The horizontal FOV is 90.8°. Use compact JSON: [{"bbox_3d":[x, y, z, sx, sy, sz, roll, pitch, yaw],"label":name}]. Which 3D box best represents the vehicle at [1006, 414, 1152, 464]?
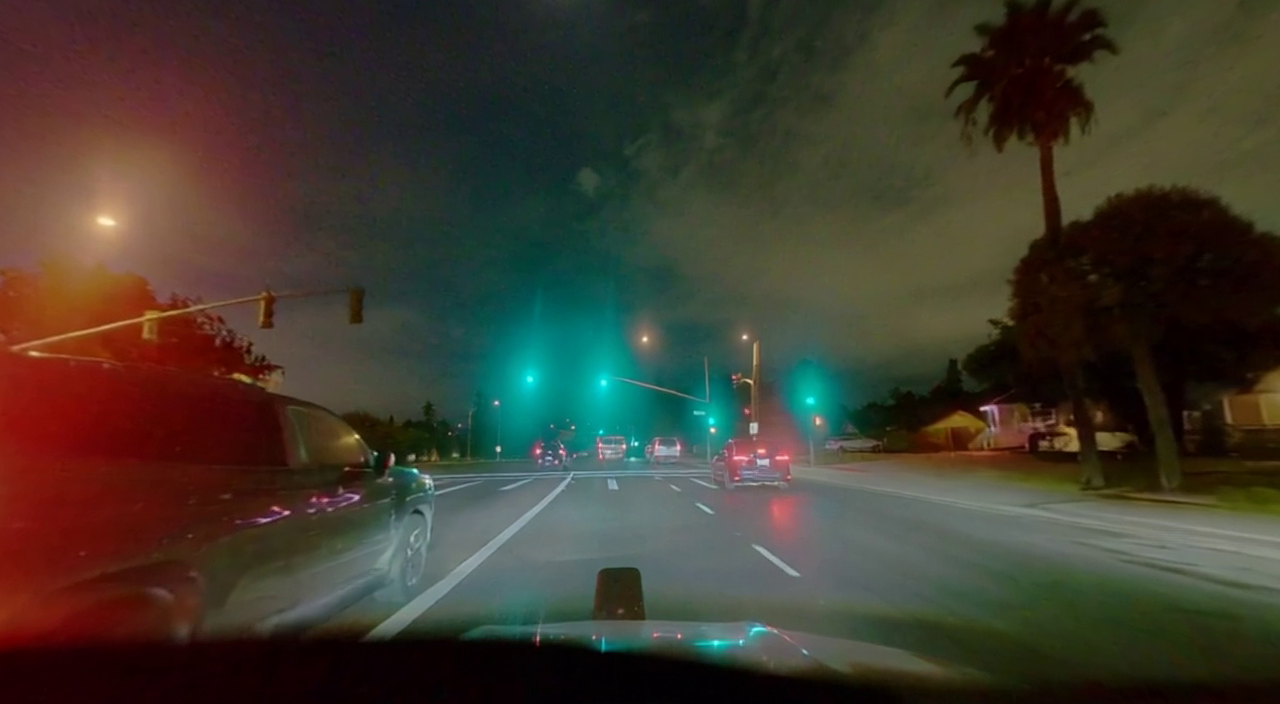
[{"bbox_3d":[17.036,3.443,24.886,2.058,1.766,4.563,1,-8,-8],"label":"vehicle"}]

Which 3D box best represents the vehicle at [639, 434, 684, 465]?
[{"bbox_3d":[1.413,6.722,43.745,2.391,1.960,5.600,1,-8,-5],"label":"vehicle"}]

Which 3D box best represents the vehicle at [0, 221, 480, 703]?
[{"bbox_3d":[-2.962,0.920,3.789,2.354,1.948,6.355,0,-8,0],"label":"vehicle"}]

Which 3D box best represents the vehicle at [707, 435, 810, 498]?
[{"bbox_3d":[3.118,3.092,17.478,1.870,1.491,4.009,0,-8,-3],"label":"vehicle"}]

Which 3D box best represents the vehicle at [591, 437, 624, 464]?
[{"bbox_3d":[-2.396,7.097,45.673,2.164,1.867,4.254,1,-8,-6],"label":"vehicle"}]

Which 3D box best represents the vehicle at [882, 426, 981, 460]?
[{"bbox_3d":[16.505,5.165,35.877,4.691,1.626,1.943,-2,-7,-9],"label":"vehicle"}]

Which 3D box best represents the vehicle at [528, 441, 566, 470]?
[{"bbox_3d":[-5.125,5.746,35.204,1.864,1.505,4.202,1,-8,-6],"label":"vehicle"}]

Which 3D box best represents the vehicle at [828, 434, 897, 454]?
[{"bbox_3d":[16.515,6.833,46.937,4.490,1.463,1.894,2,-9,-15],"label":"vehicle"}]
